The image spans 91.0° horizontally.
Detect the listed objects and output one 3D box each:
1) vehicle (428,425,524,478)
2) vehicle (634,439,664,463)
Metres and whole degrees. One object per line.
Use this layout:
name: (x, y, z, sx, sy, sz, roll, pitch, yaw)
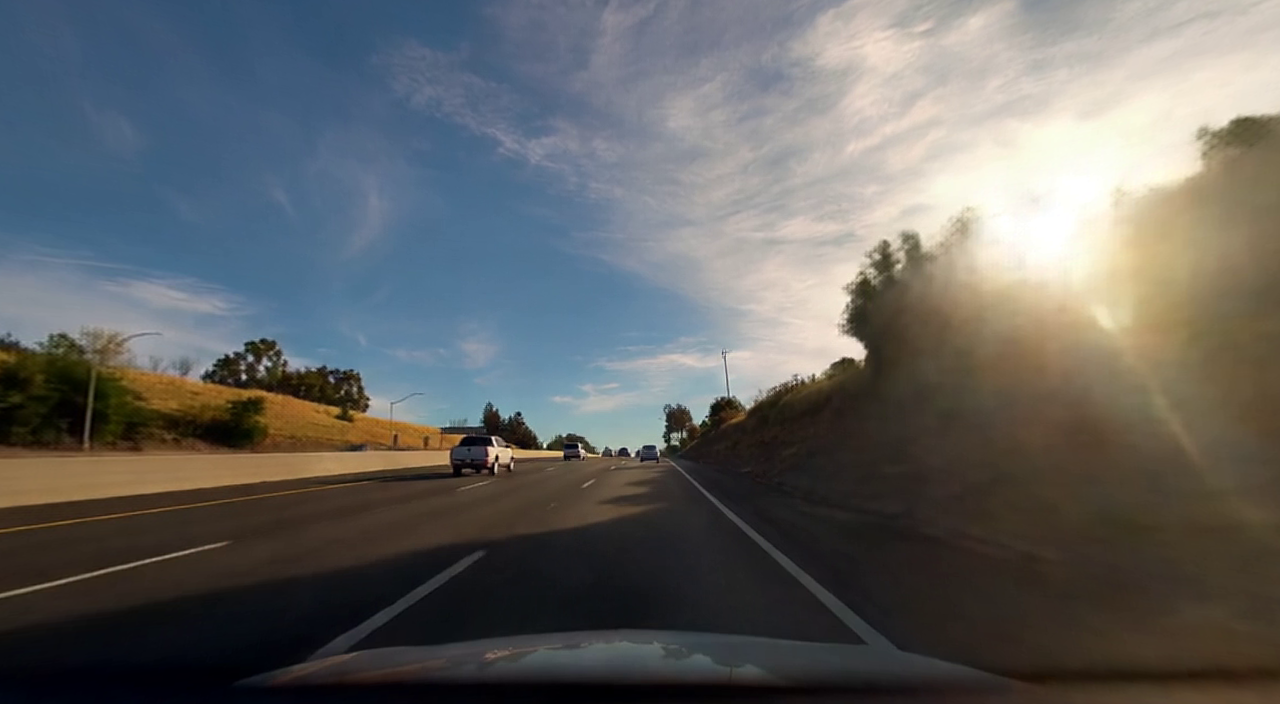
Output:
vehicle: (-6.658, 4.143, 26.381, 2.438, 1.967, 5.596, 0, -8, 1)
vehicle: (0.693, 7.416, 47.222, 2.141, 1.706, 4.065, 0, -8, 1)
